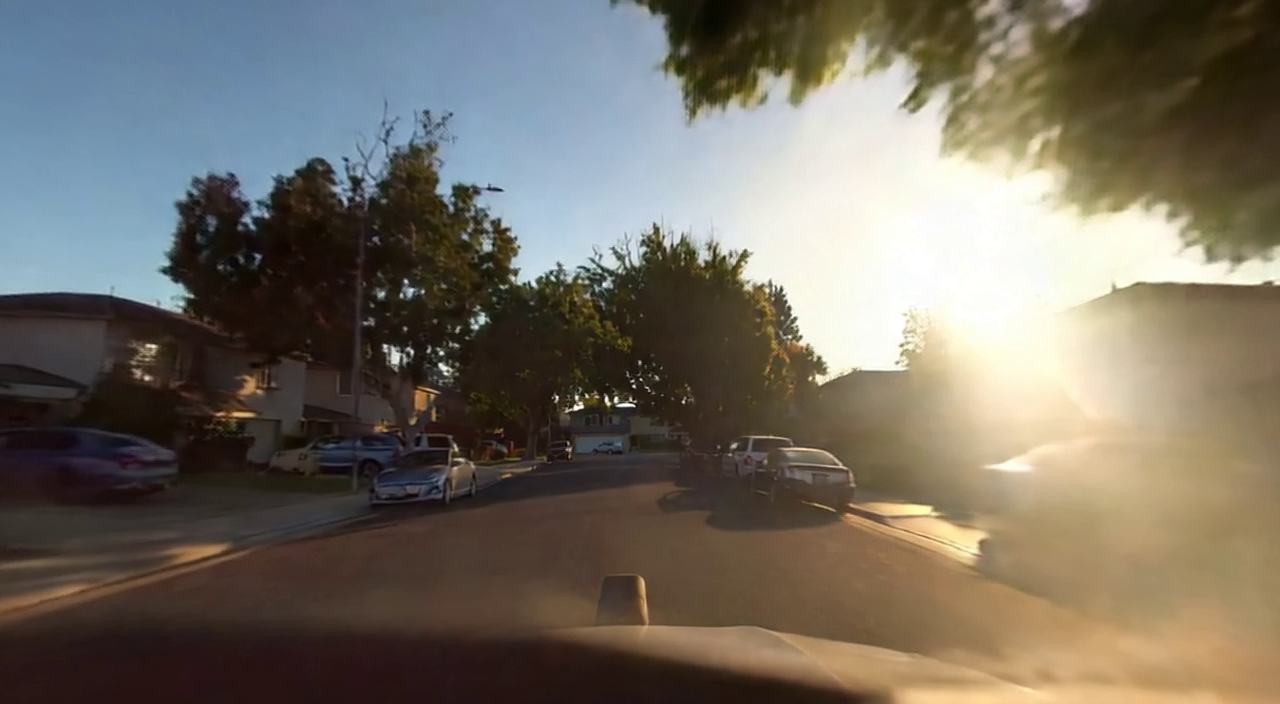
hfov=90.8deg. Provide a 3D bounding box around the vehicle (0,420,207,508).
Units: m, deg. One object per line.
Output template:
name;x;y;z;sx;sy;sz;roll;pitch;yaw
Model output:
vehicle;-11.100;2.039;11.699;4.609;1.463;2.023;0;-8;-3

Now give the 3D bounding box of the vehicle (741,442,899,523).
vehicle;3.752;2.789;14.237;2.042;1.456;4.903;0;-8;-1

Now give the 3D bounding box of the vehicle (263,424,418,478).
vehicle;-10.988;3.660;23.536;4.641;1.844;2.243;0;-8;-6

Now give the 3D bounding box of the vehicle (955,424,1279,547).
vehicle;7.322;1.791;8.822;4.818;1.502;1.867;0;-8;1

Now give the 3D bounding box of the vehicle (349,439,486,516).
vehicle;-5.267;2.977;15.608;1.943;1.602;4.172;0;-8;-1
